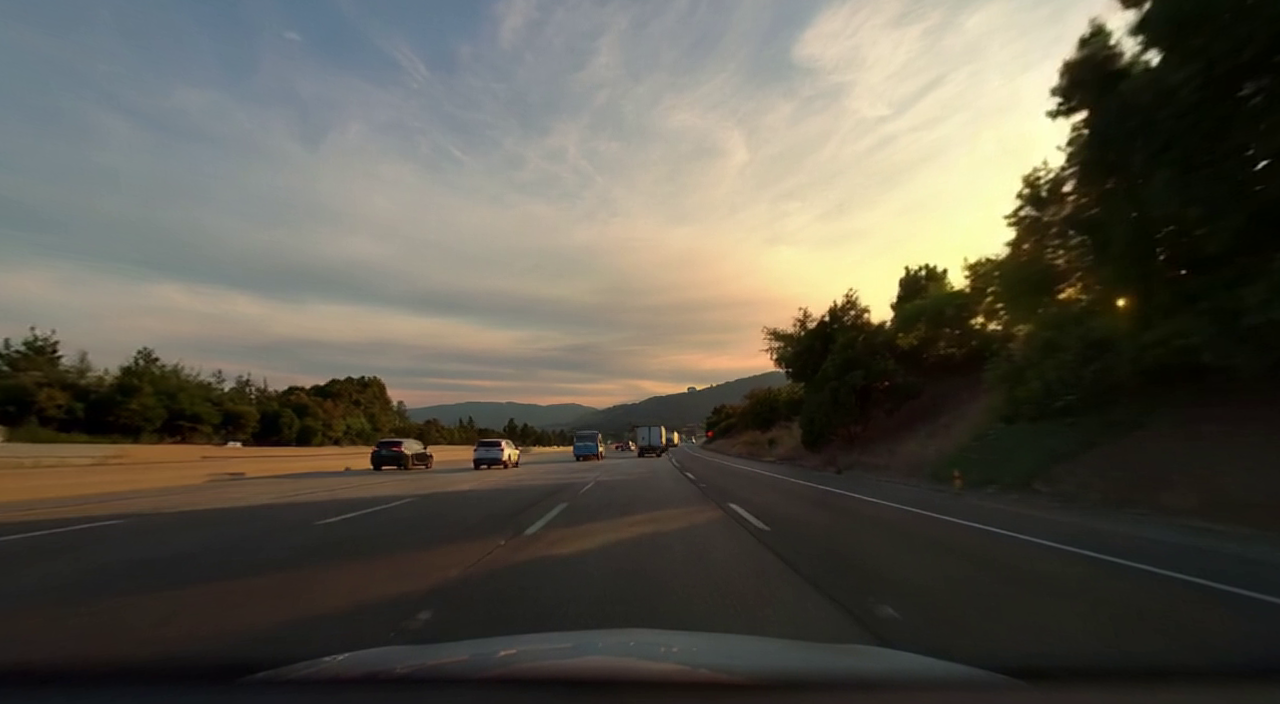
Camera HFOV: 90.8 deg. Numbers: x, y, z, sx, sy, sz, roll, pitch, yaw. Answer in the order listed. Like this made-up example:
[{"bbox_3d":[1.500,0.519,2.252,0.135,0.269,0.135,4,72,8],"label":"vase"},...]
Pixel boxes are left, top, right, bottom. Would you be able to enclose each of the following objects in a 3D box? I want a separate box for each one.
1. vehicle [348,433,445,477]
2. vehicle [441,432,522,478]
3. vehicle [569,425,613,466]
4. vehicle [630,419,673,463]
[{"bbox_3d":[-10.607,4.546,28.106,2.080,1.777,5.450,0,-9,1],"label":"vehicle"},{"bbox_3d":[-6.814,4.487,27.780,2.206,1.838,4.889,0,-9,1],"label":"vehicle"},{"bbox_3d":[-3.177,6.238,42.191,2.328,2.519,5.238,0,-9,3],"label":"vehicle"},{"bbox_3d":[0.814,6.302,44.464,2.768,2.854,6.757,0,-9,1],"label":"vehicle"}]
